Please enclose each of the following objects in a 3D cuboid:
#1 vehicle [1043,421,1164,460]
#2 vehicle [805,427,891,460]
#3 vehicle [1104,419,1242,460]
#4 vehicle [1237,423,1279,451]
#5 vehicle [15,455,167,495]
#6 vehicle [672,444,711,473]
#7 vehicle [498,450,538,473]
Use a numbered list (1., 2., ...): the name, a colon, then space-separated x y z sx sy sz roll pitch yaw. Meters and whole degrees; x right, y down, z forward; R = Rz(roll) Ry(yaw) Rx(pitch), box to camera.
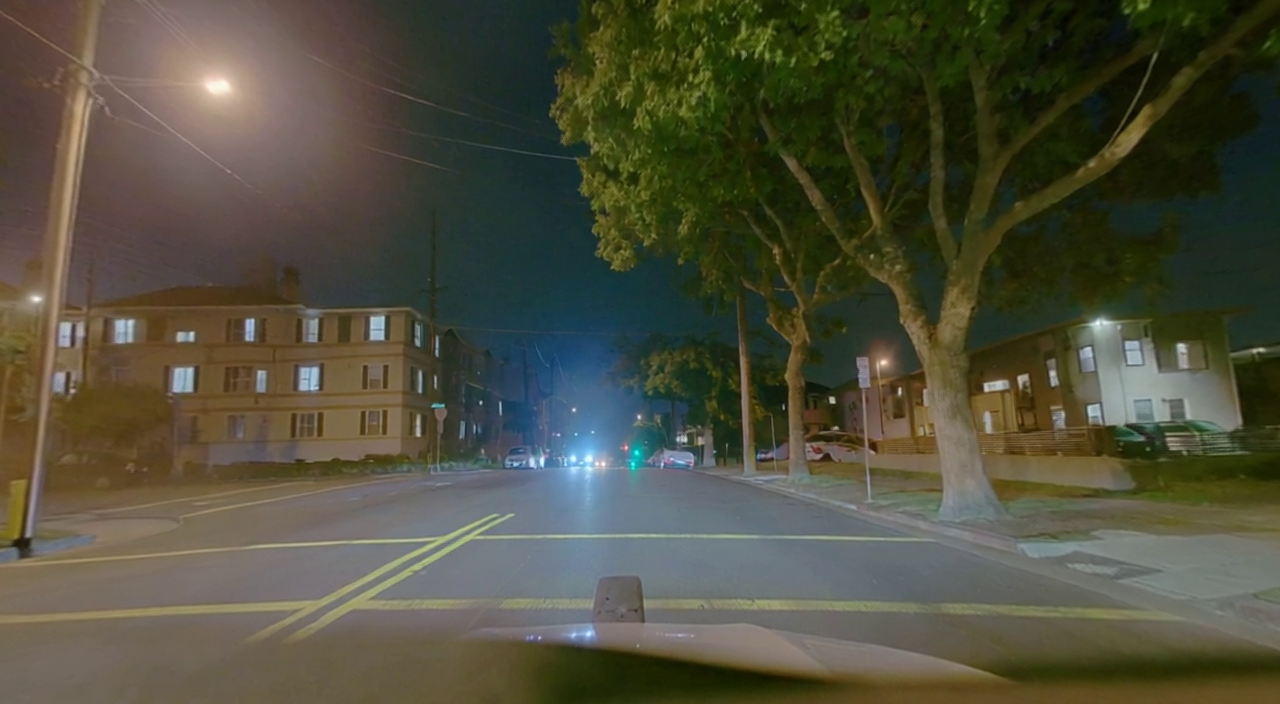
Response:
1. vehicle: 22.099 4.175 30.352 4.320 1.673 1.957 -2 -5 24
2. vehicle: 11.217 4.928 33.939 4.509 1.664 1.981 6 -10 -34
3. vehicle: 22.389 3.717 26.659 4.002 1.505 2.061 -1 -10 -5
4. vehicle: 33.073 4.418 32.713 3.433 1.389 1.683 3 -9 -22
5. vehicle: -22.309 4.991 25.802 4.424 1.486 1.814 0 -8 -2
6. vehicle: 3.236 6.802 40.526 1.993 1.755 4.256 0 -8 -2
7. vehicle: -8.560 7.682 44.542 2.066 1.472 4.353 0 -8 -2
